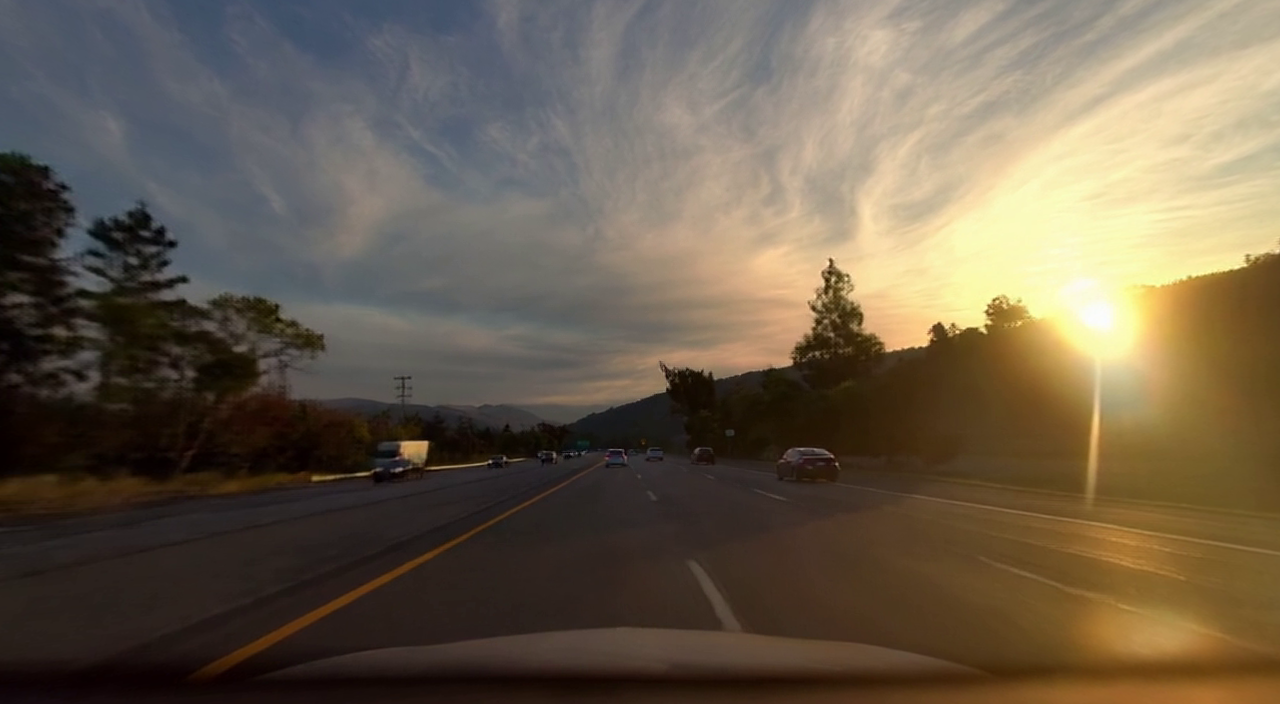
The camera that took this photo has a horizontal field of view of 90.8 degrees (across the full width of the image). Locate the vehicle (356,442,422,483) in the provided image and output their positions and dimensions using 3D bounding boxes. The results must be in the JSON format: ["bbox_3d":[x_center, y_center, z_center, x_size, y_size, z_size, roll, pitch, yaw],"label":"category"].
[{"bbox_3d":[-17.615,7.777,44.619,2.368,2.652,5.789,0,-9,-1],"label":"vehicle"}]

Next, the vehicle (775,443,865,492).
[{"bbox_3d":[6.239,4.034,22.387,1.903,1.566,3.866,0,-9,-3],"label":"vehicle"}]

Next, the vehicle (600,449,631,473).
[{"bbox_3d":[-1.632,7.388,42.900,2.021,1.507,4.272,0,-9,-1],"label":"vehicle"}]

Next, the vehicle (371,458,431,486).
[{"bbox_3d":[-13.940,7.011,37.037,1.897,1.488,4.214,0,-9,-1],"label":"vehicle"}]
